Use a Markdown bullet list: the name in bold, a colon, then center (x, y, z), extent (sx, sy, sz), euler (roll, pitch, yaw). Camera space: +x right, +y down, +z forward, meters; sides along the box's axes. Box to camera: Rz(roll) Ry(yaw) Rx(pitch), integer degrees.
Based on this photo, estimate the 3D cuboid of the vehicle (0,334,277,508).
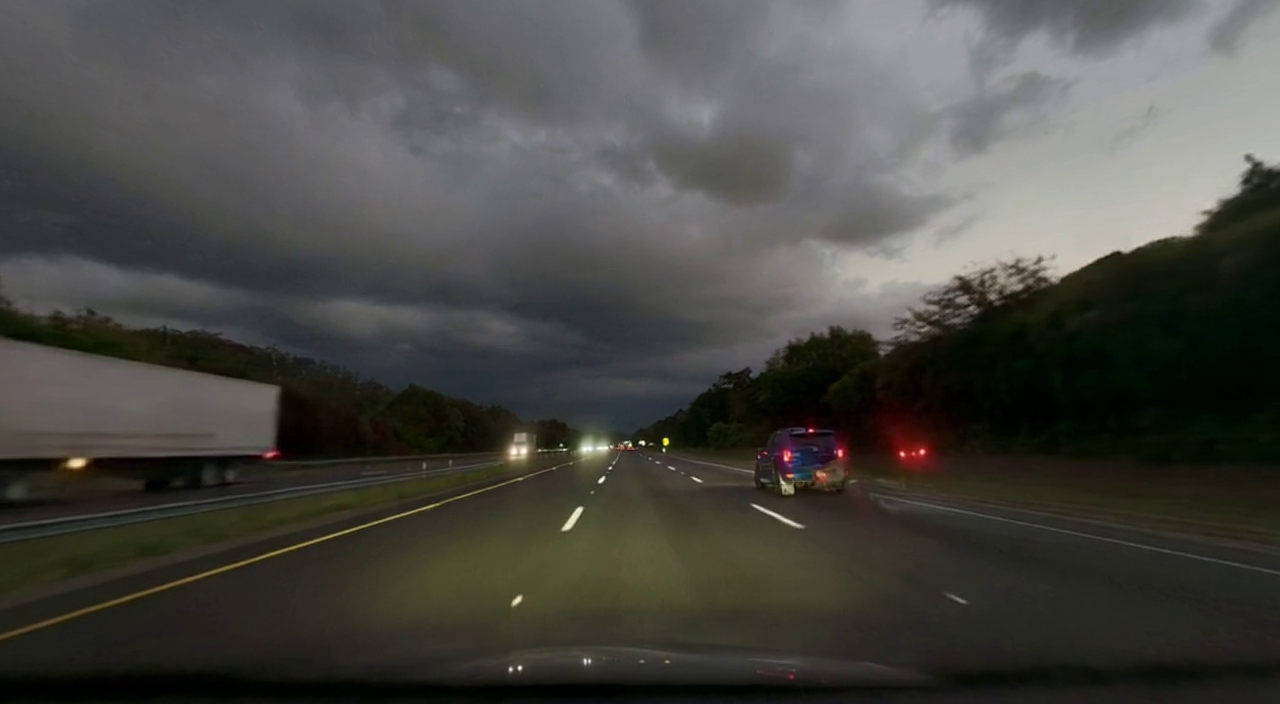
- **vehicle**: center (-16.838, 2.329, 19.467), extent (3.058, 4.084, 14.014), euler (0, -9, -1)
